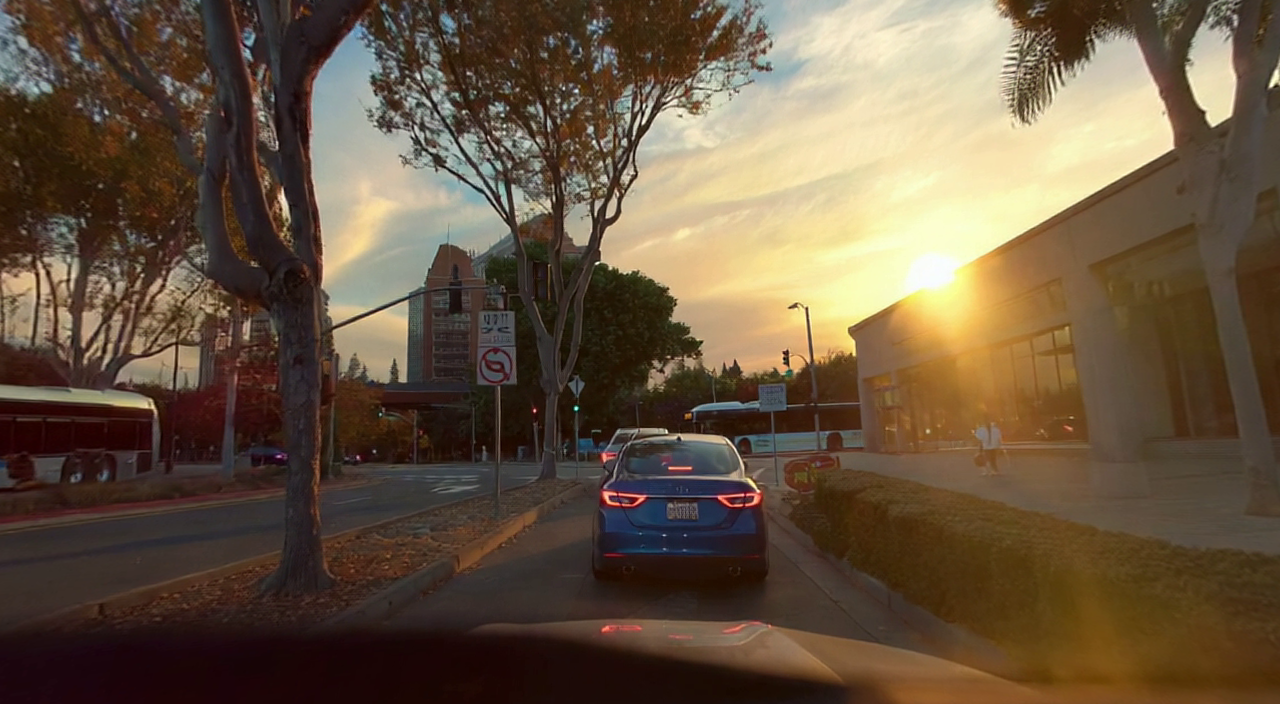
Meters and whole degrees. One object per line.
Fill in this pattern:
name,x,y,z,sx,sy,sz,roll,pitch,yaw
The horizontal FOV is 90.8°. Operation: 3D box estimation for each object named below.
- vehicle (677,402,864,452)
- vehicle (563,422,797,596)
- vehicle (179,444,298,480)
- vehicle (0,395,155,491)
vehicle,9.899,5.905,49.131,13.811,3.706,2.997,0,-9,1
vehicle,0.380,1.634,7.391,2.006,1.470,3.799,0,-8,1
vehicle,-19.901,5.440,31.546,1.892,1.645,4.561,-5,-10,30
vehicle,-25.949,3.646,25.327,2.692,3.685,10.153,-3,-9,20
